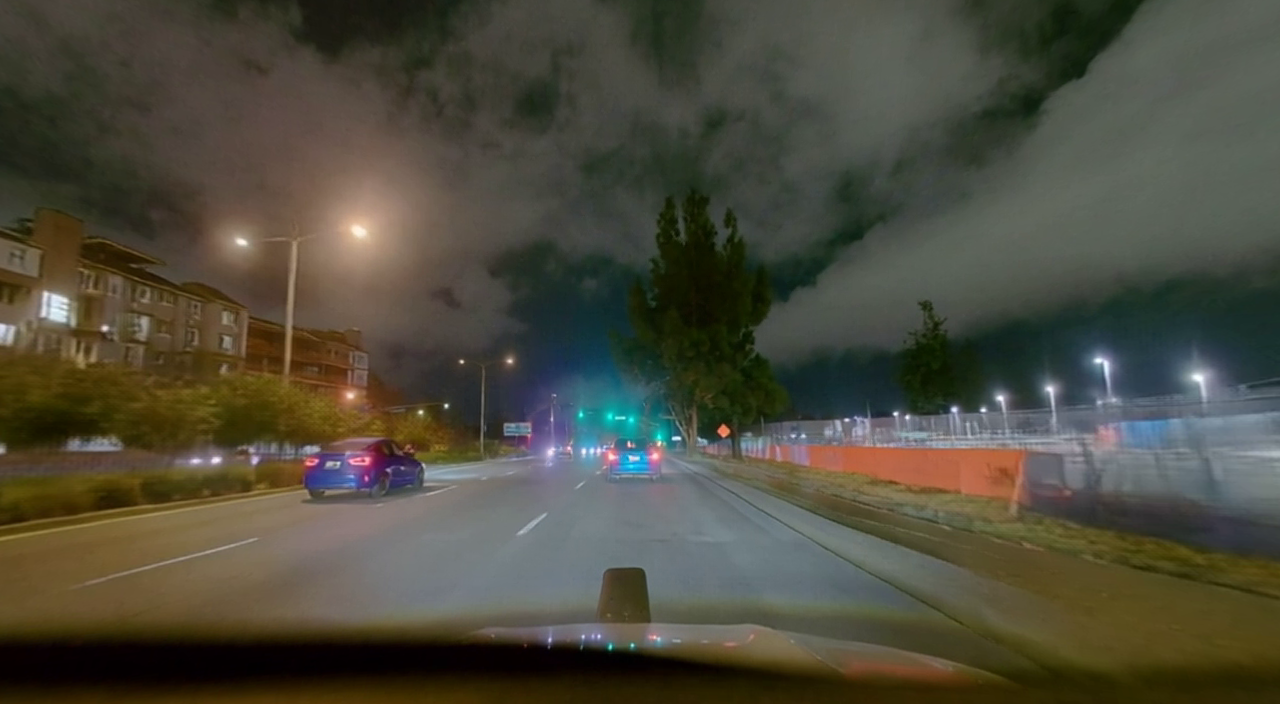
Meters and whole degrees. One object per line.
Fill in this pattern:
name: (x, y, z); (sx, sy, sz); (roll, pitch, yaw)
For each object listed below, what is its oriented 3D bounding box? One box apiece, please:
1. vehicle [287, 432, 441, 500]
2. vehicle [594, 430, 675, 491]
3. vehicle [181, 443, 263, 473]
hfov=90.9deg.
vehicle: (-6.799, 2.845, 16.159); (1.877, 1.479, 4.430); (0, -8, 1)
vehicle: (-0.193, 3.291, 19.488); (2.227, 1.654, 4.091); (0, -8, -1)
vehicle: (-26.349, 6.655, 39.944); (1.931, 1.759, 4.703); (0, -8, 0)
